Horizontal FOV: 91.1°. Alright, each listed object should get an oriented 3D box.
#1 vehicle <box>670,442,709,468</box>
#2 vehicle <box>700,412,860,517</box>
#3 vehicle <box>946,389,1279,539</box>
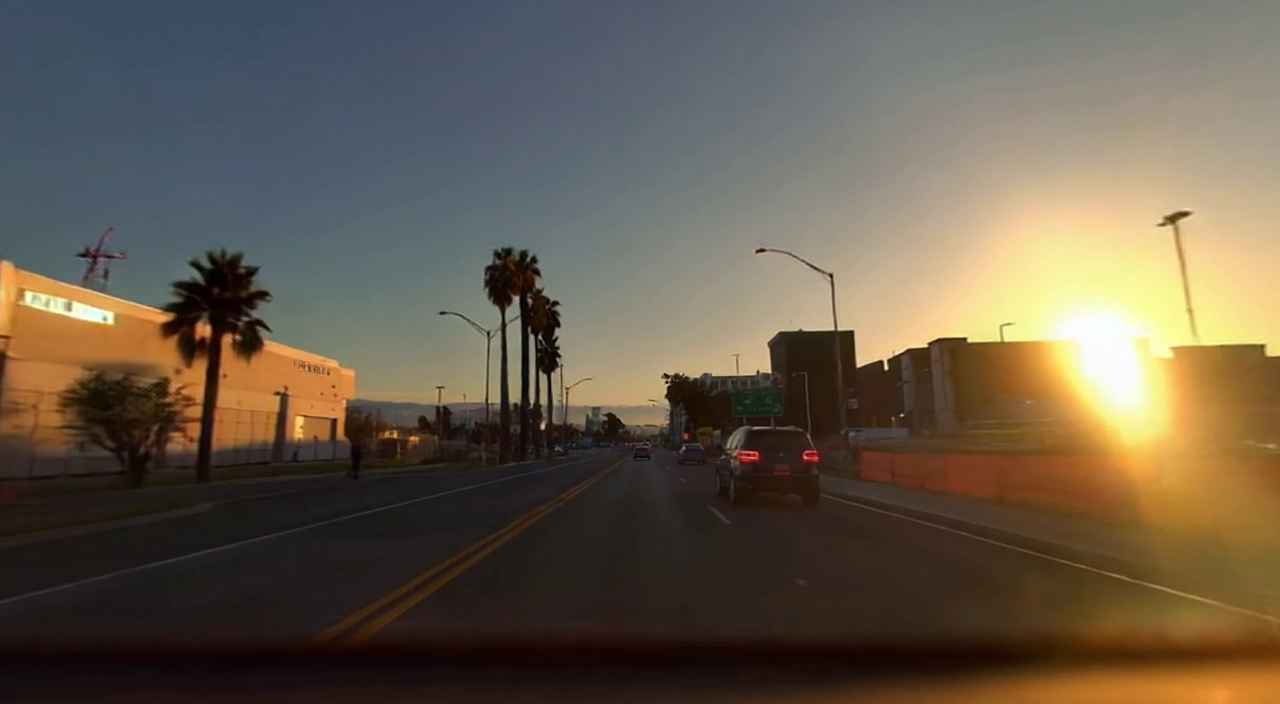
[{"bbox_3d":[3.157,6.662,40.750,2.148,1.562,4.642,0,-8,0],"label":"vehicle"},{"bbox_3d":[2.910,2.538,14.698,2.386,1.970,5.665,0,-8,-1],"label":"vehicle"},{"bbox_3d":[10.724,2.495,14.939,2.799,2.593,7.710,-1,-8,-1],"label":"vehicle"}]
